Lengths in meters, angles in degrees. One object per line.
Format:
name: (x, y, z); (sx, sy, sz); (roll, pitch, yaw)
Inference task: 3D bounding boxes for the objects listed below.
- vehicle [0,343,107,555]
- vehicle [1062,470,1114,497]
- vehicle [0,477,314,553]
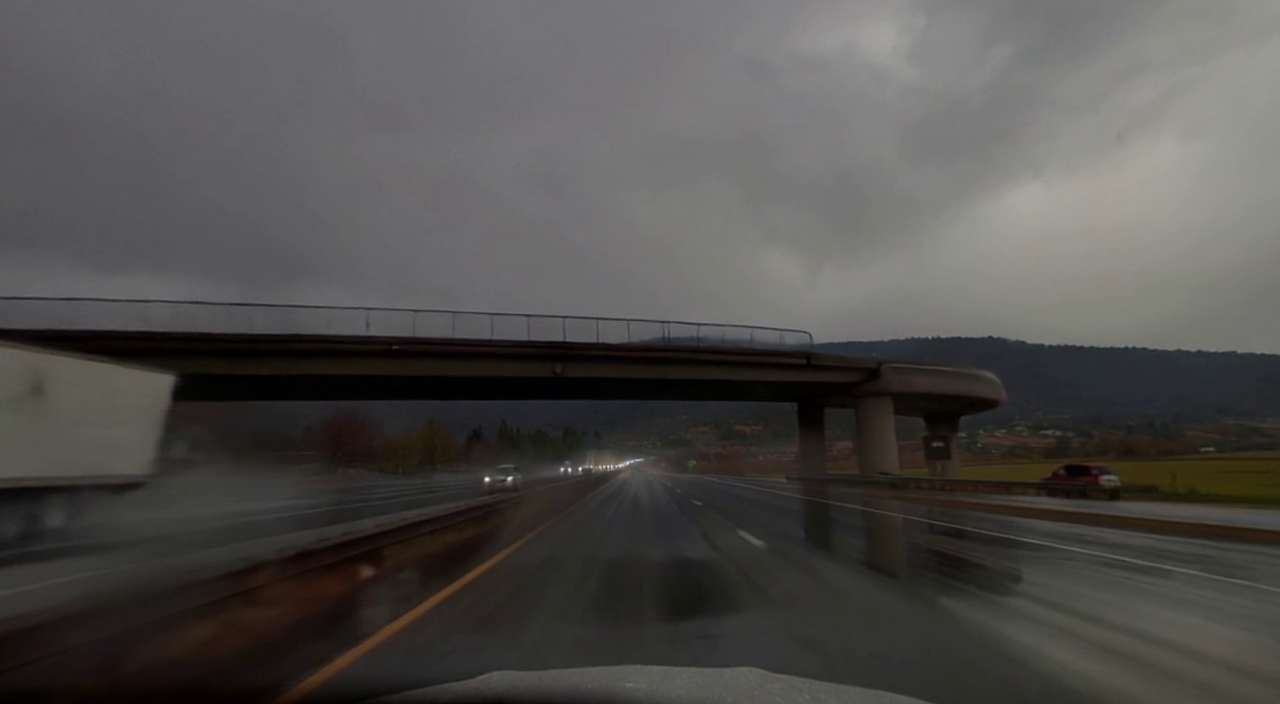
vehicle: (-13.282, 1.277, 8.919); (2.933, 3.849, 9.640); (1, -10, -1)
vehicle: (29.181, 8.571, 41.160); (1.951, 1.616, 4.175); (-4, -11, 24)
vehicle: (-13.260, 4.225, 17.523); (2.628, 1.252, 10.954); (-1, -10, 0)
